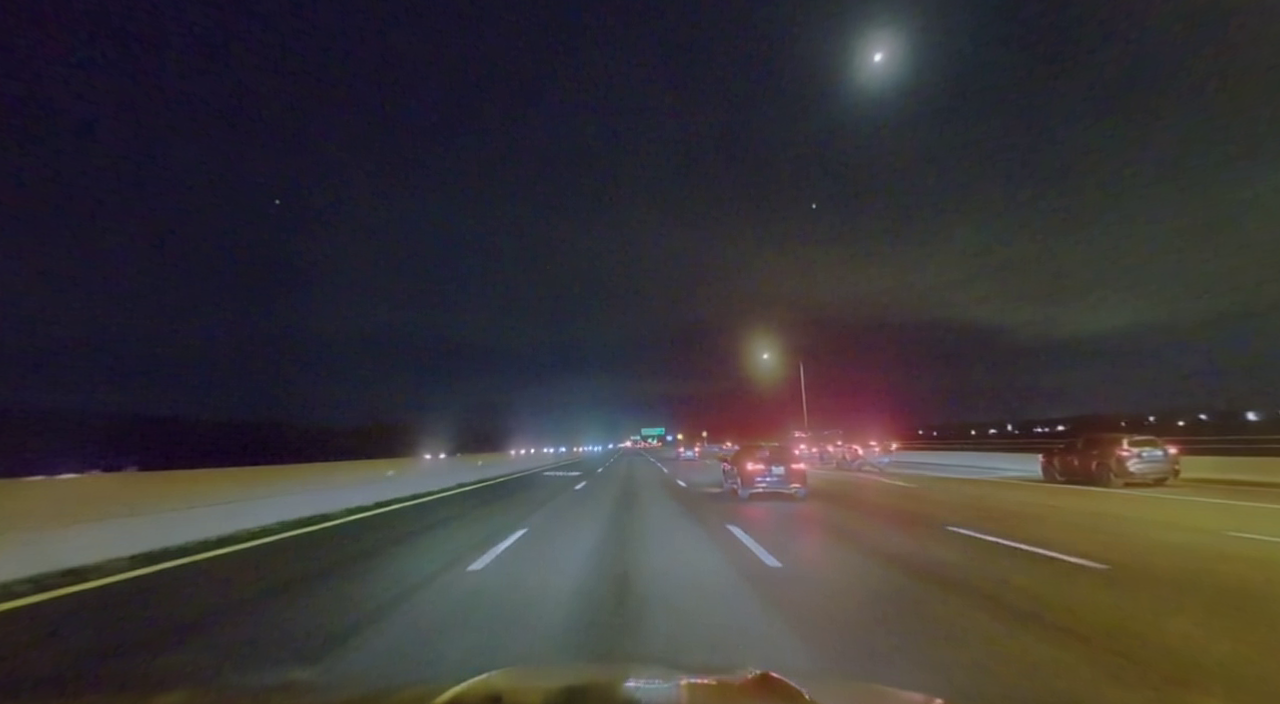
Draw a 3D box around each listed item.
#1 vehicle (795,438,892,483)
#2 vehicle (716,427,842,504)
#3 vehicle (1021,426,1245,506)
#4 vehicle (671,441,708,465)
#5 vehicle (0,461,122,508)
[{"bbox_3d":[7.159,3.864,22.725,1.952,1.442,4.259,0,-8,-1],"label":"vehicle"},{"bbox_3d":[3.210,2.743,15.659,1.977,1.601,4.598,0,-8,-2],"label":"vehicle"},{"bbox_3d":[11.046,2.570,14.641,1.844,1.560,4.085,0,-8,0],"label":"vehicle"},{"bbox_3d":[3.266,6.748,42.339,2.038,1.477,4.313,0,-8,-1],"label":"vehicle"},{"bbox_3d":[-21.788,4.809,23.293,1.833,1.472,4.107,0,-8,0],"label":"vehicle"}]
